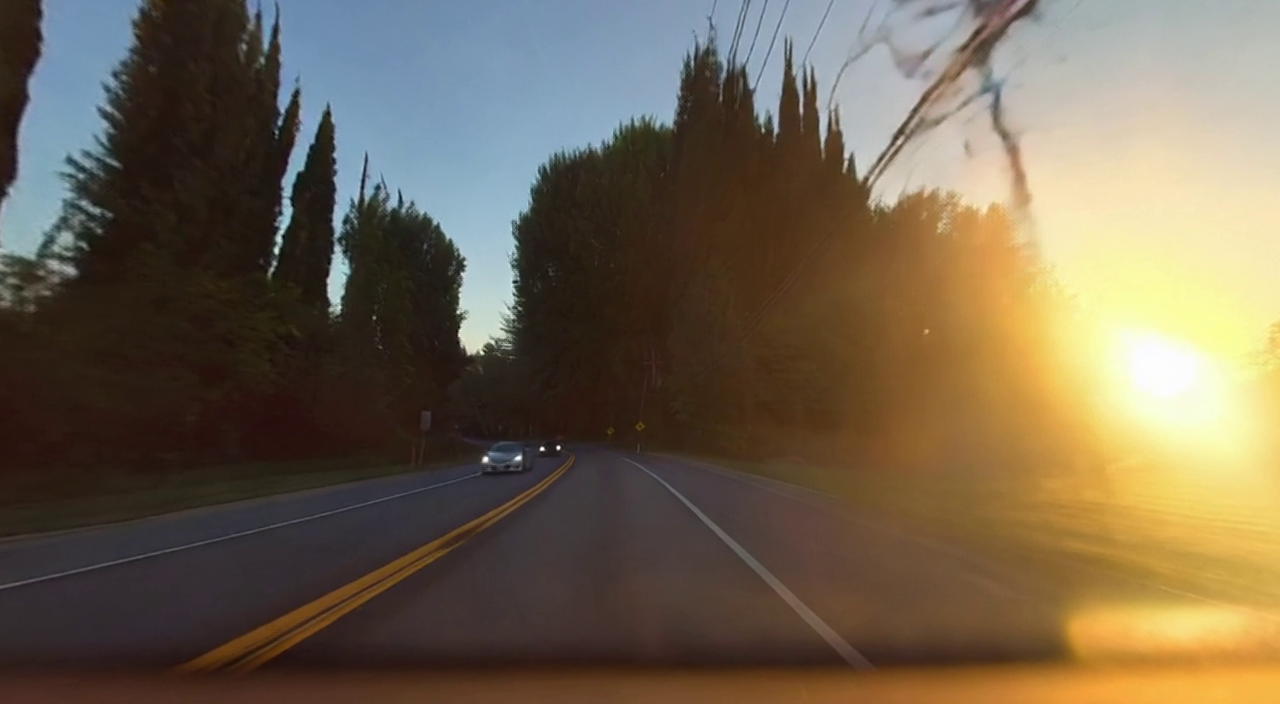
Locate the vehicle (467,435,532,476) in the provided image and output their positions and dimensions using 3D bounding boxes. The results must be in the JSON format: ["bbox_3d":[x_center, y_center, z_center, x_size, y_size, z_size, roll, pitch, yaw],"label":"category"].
[{"bbox_3d":[-6.237,4.630,28.591,2.143,1.694,4.326,1,-8,-3],"label":"vehicle"}]

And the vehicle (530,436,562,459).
[{"bbox_3d":[-7.183,7.341,48.785,2.165,1.648,4.605,1,-8,-6],"label":"vehicle"}]
